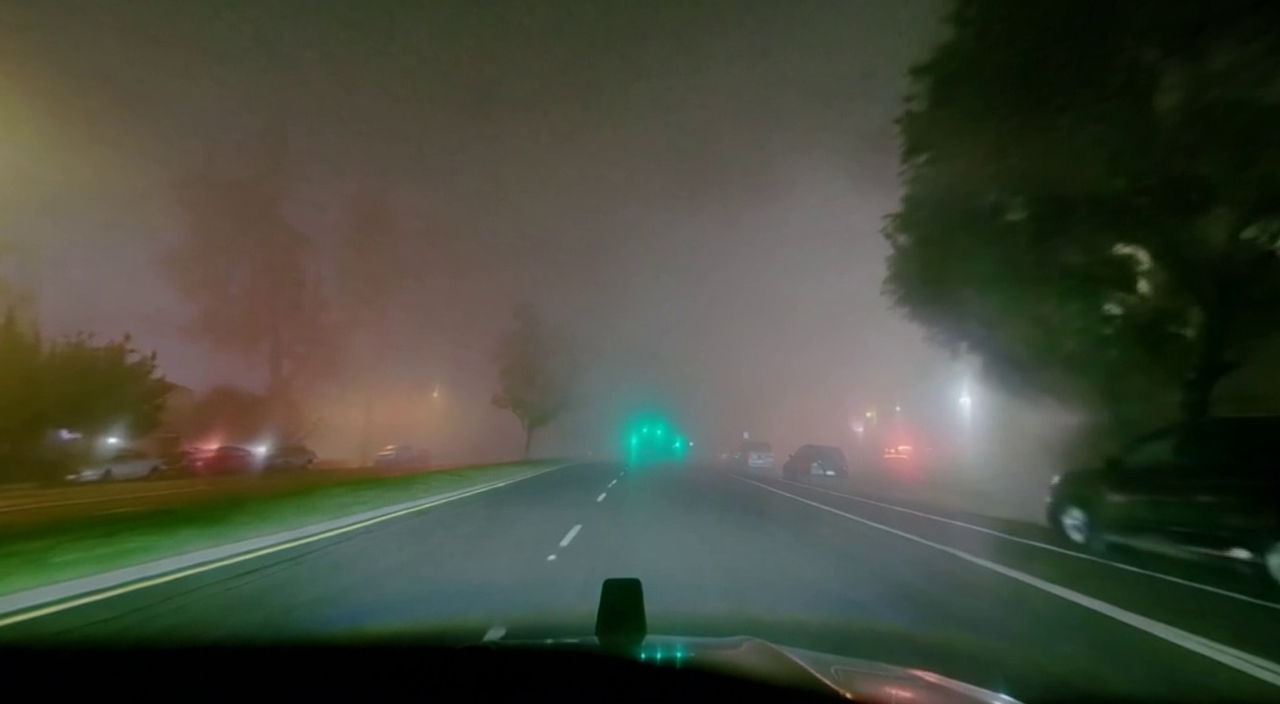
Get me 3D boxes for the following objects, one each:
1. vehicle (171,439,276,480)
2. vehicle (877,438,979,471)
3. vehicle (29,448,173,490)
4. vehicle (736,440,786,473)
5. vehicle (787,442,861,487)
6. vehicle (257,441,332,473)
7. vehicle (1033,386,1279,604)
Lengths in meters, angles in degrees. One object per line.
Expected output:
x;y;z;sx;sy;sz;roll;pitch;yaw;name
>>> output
-20.831;5.380;31.713;1.990;1.844;4.902;0;-9;-1;vehicle
15.708;5.609;34.448;4.554;1.727;2.085;0;-9;4;vehicle
-21.056;4.554;24.806;1.910;1.493;4.190;0;-9;0;vehicle
7.427;6.475;39.076;2.032;1.844;4.964;1;-9;-1;vehicle
7.543;4.628;26.237;1.910;1.686;4.399;0;-9;2;vehicle
-20.784;6.332;38.009;1.901;1.785;4.676;0;-9;0;vehicle
7.351;1.516;6.897;2.306;2.088;5.571;1;-9;-1;vehicle
